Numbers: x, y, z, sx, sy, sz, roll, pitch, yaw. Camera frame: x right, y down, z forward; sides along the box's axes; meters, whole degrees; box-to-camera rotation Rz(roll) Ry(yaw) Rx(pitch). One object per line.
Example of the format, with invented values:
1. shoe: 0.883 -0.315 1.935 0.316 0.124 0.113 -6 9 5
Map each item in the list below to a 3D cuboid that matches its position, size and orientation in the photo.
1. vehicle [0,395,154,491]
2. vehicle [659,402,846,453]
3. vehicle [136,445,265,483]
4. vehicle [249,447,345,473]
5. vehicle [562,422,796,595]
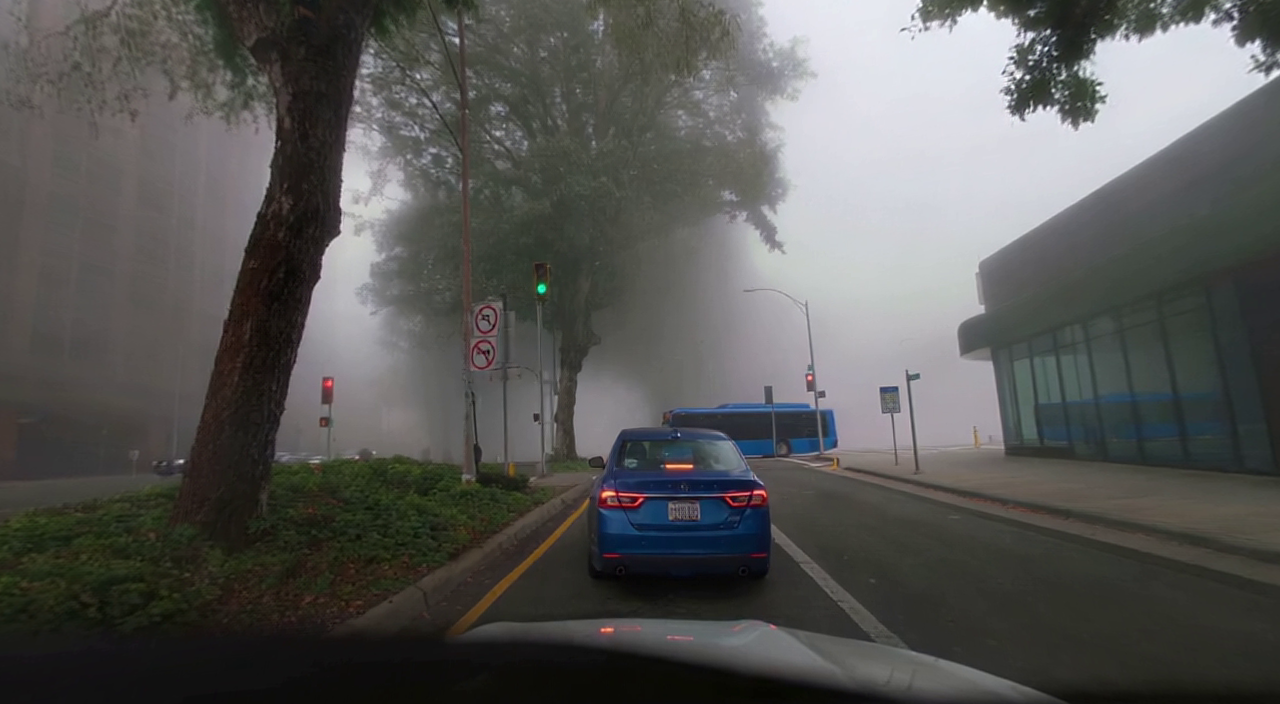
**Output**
1. vehicle: -25.953 3.646 25.320 2.692 3.685 10.153 -3 -9 20
2. vehicle: 8.513 5.870 48.857 13.811 3.706 2.997 0 -9 -3
3. vehicle: -20.627 5.220 29.901 1.892 1.645 4.561 -4 -9 25
4. vehicle: -20.277 6.380 37.610 1.883 1.461 4.830 -4 -9 23
5. vehicle: 0.373 1.634 7.395 2.006 1.470 3.799 0 -8 1
